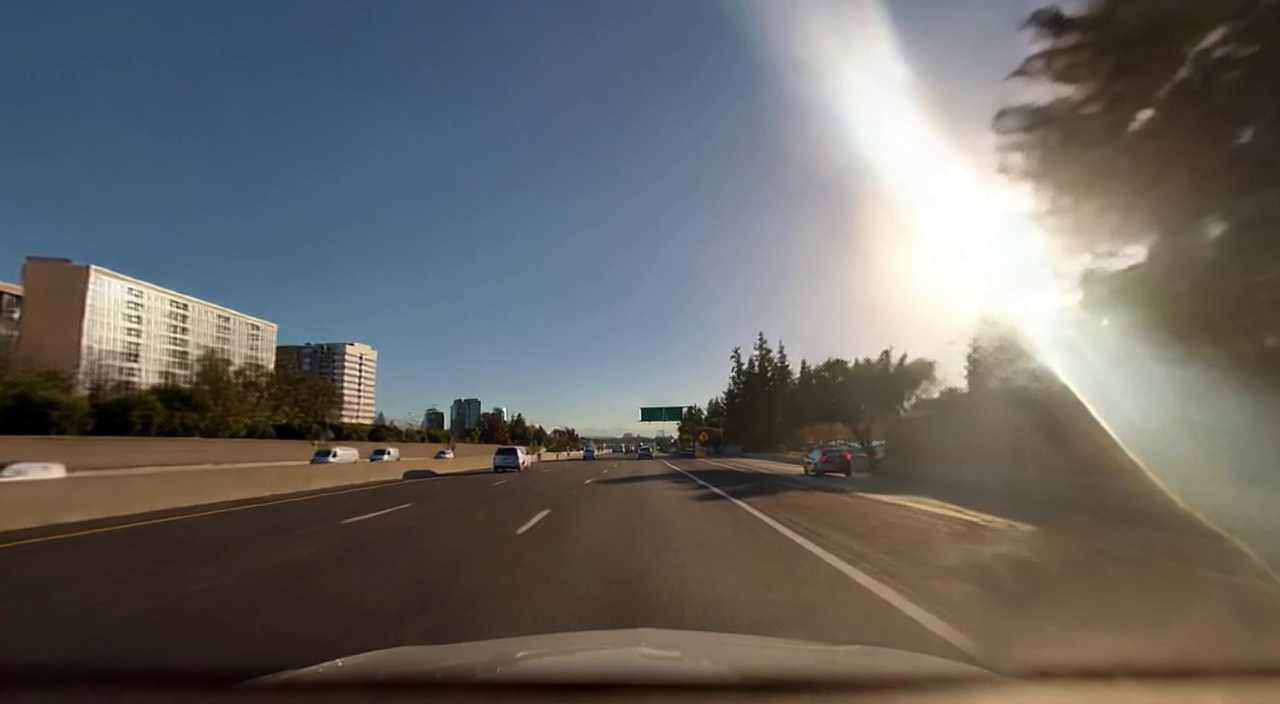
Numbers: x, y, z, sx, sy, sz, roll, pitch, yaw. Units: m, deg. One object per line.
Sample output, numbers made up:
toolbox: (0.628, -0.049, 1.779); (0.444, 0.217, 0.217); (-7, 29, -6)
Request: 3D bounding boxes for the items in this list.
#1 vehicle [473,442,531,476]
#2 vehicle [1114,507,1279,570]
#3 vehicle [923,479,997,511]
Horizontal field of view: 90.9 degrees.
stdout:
vehicle: (-7.300, 5.692, 33.745); (2.088, 1.678, 4.426); (-1, -9, 0)
vehicle: (21.331, 7.081, 24.384); (2.008, 1.658, 4.776); (0, -9, -5)
vehicle: (19.981, 8.910, 39.604); (1.875, 1.610, 4.265); (1, -9, -9)
